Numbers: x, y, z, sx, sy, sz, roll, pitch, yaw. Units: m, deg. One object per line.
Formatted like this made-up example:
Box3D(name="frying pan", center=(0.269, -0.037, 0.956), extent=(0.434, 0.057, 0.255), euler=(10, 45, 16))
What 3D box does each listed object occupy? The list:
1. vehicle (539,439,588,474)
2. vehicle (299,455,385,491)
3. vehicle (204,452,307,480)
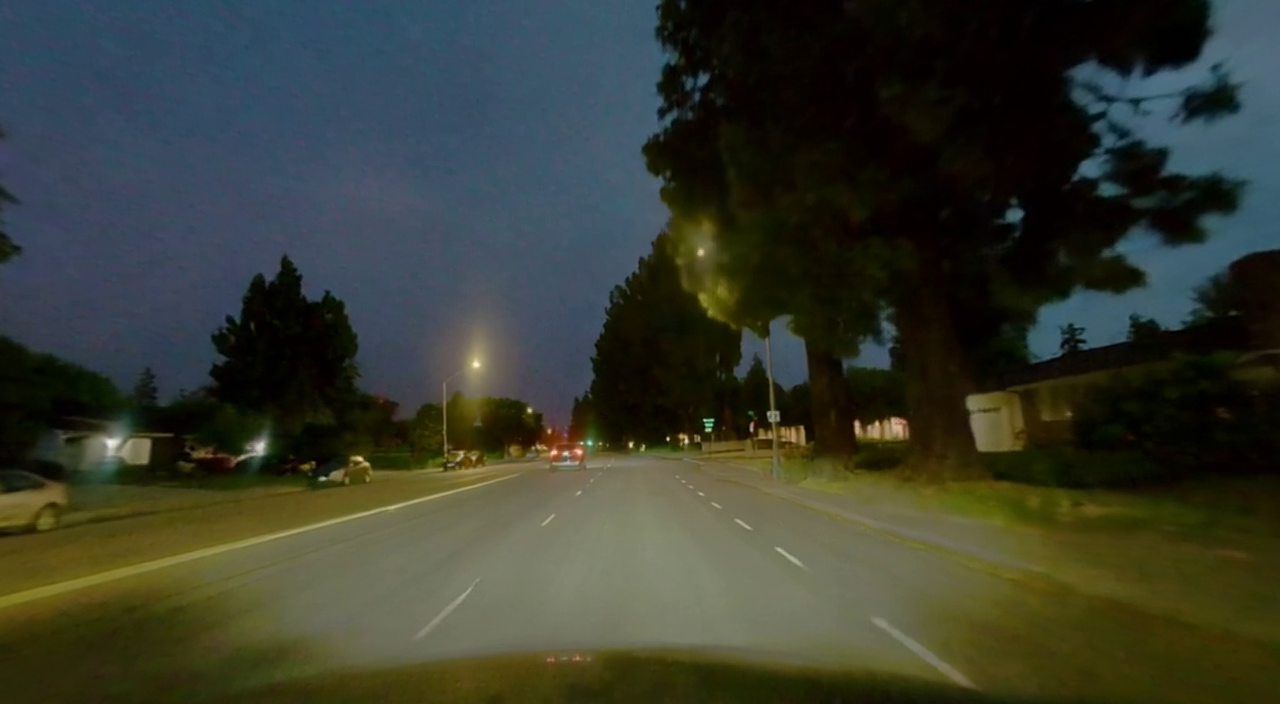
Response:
Box3D(name="vehicle", center=(-4.045, 5.583, 33.995), extent=(2.135, 1.731, 4.232), euler=(0, -8, 0))
Box3D(name="vehicle", center=(-14.299, 5.810, 30.636), extent=(1.900, 1.494, 4.730), euler=(0, -8, -1))
Box3D(name="vehicle", center=(-21.722, 6.438, 35.756), extent=(4.669, 1.464, 1.879), euler=(-1, -9, 6))
